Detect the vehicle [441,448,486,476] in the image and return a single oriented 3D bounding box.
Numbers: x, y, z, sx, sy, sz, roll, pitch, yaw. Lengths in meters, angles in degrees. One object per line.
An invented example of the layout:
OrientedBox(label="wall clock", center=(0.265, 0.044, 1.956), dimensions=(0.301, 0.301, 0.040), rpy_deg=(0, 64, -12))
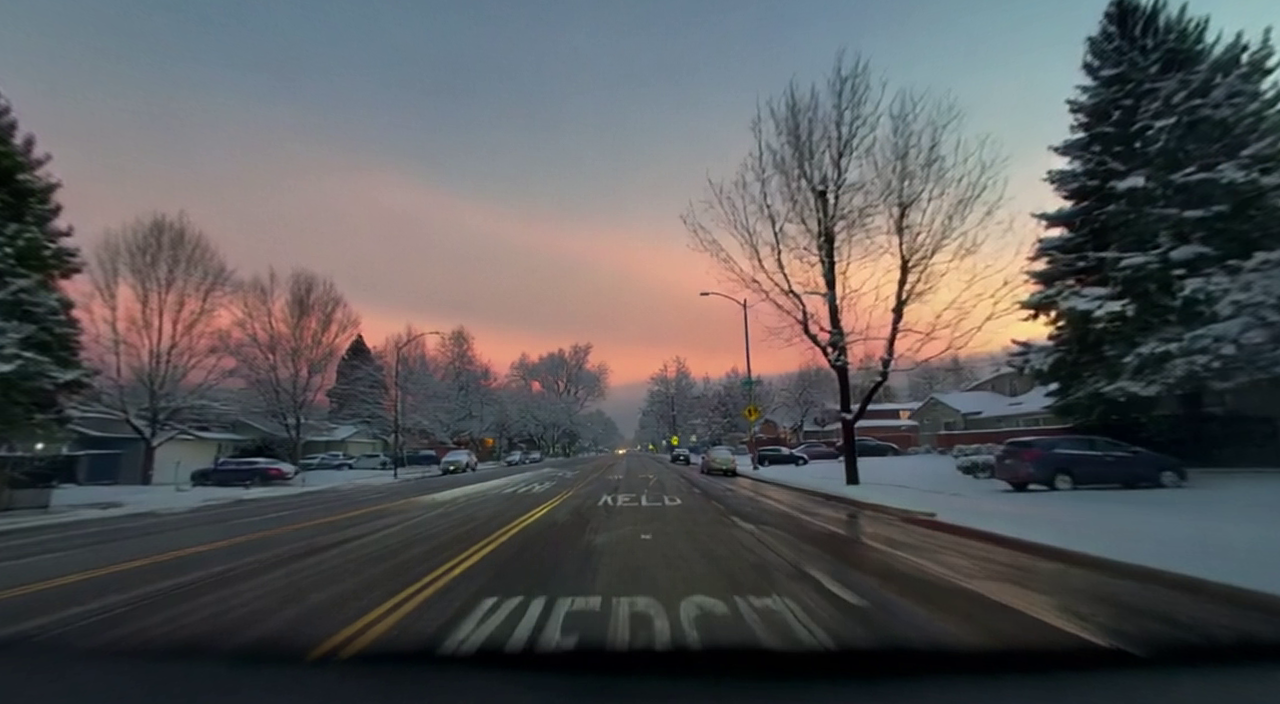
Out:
OrientedBox(label="vehicle", center=(-13.133, 8.142, 47.132), dimensions=(2.049, 1.782, 4.460), rpy_deg=(-4, -8, 0))

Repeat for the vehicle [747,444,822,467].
OrientedBox(label="vehicle", center=(9.675, 6.976, 42.527), dimensions=(4.501, 1.502, 1.975), rpy_deg=(0, -9, -1))

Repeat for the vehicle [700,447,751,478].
OrientedBox(label="vehicle", center=(4.324, 5.670, 32.671), dimensions=(1.970, 1.455, 4.233), rpy_deg=(0, -9, -1))

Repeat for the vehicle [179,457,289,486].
OrientedBox(label="vehicle", center=(-21.652, 6.375, 33.811), dimensions=(4.413, 1.477, 2.100), rpy_deg=(0, -9, 1))

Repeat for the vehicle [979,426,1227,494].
OrientedBox(label="vehicle", center=(11.176, 2.636, 15.521), dimensions=(4.596, 1.527, 1.858), rpy_deg=(0, -9, 0))
